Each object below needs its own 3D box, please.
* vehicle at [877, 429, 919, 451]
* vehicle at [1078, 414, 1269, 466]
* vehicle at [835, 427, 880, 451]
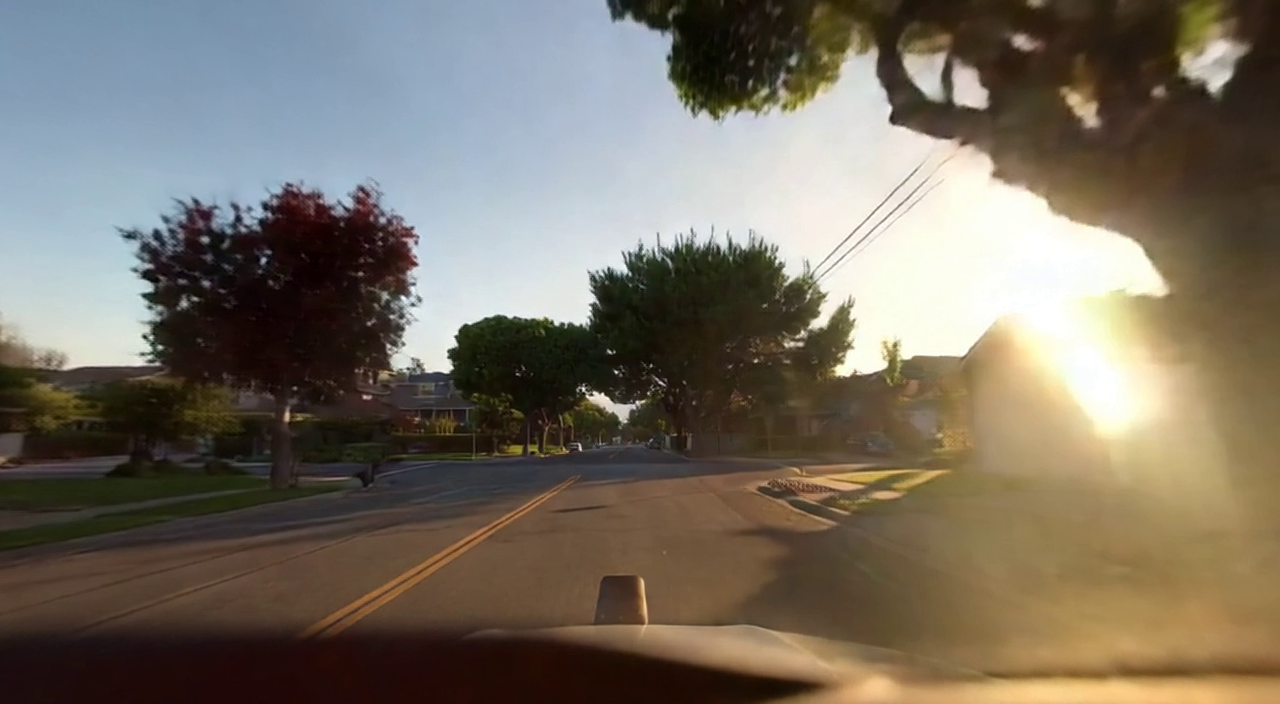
[{"bbox_3d":[18.996,6.495,46.486,1.803,1.504,4.324,-1,-8,7],"label":"vehicle"},{"bbox_3d":[16.485,2.791,19.859,1.783,1.431,4.757,0,-8,-1],"label":"vehicle"},{"bbox_3d":[16.197,6.540,47.073,1.829,1.667,4.437,0,-8,2],"label":"vehicle"}]
